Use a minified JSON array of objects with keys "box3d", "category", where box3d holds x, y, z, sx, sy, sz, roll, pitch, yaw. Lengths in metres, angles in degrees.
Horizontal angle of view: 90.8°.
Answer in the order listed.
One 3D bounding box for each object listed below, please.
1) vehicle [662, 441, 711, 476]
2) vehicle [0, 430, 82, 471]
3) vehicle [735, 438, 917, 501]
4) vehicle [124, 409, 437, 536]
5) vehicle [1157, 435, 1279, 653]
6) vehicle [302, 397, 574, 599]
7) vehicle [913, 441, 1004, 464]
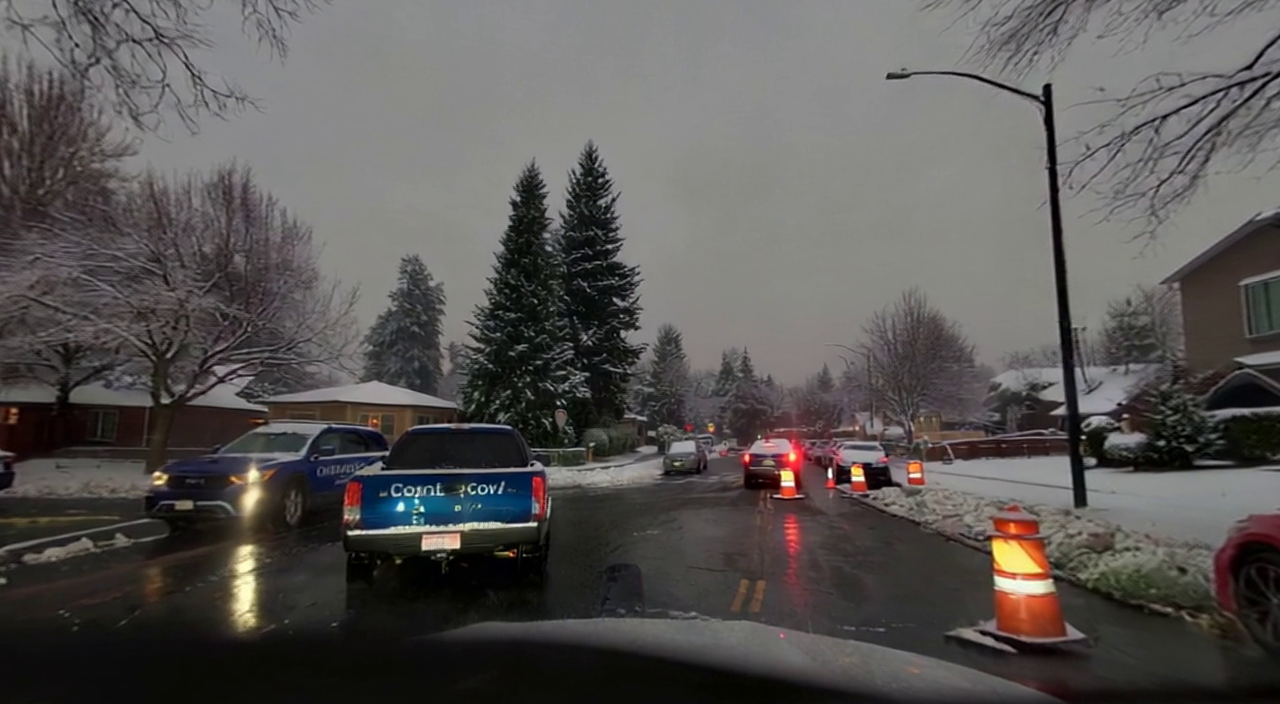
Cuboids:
[{"box3d":[2.534,5.605,33.530,2.014,1.742,4.297,-2,-9,12],"category":"vehicle"},{"box3d":[-30.377,4.804,30.945,1.908,1.898,4.120,-2,-9,11],"category":"vehicle"},{"box3d":[5.346,3.317,18.320,4.656,1.577,2.099,2,-8,-19],"category":"vehicle"},{"box3d":[-6.423,2.215,12.256,2.471,1.892,4.952,-2,-9,13],"category":"vehicle"},{"box3d":[5.071,1.136,3.083,1.808,1.490,4.711,-2,-9,11],"category":"vehicle"},{"box3d":[-2.288,1.611,7.854,2.350,1.748,4.094,2,-9,-14],"category":"vehicle"},{"box3d":[21.552,6.833,42.930,5.066,1.534,1.905,-1,-9,8],"category":"vehicle"}]
